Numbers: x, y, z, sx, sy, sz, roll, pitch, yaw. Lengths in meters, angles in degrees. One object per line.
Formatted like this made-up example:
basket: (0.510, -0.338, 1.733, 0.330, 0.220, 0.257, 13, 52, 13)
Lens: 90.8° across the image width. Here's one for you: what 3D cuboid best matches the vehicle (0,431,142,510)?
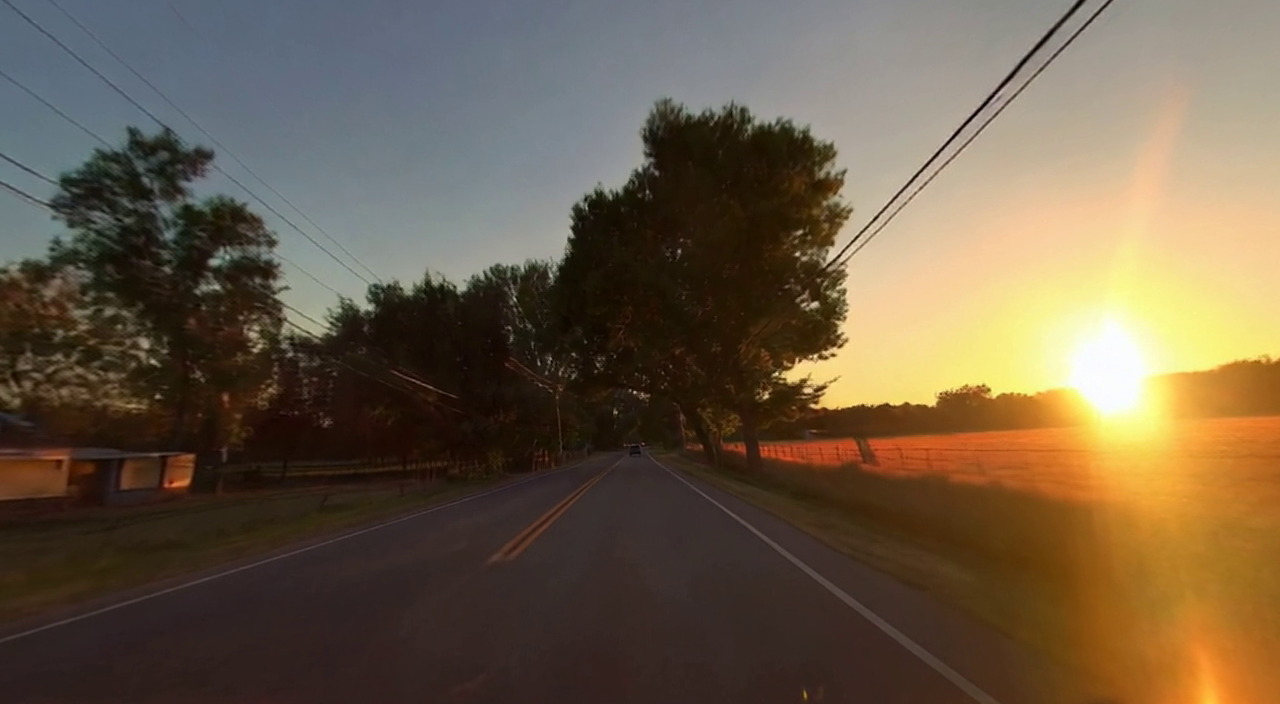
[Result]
vehicle: (-27.123, 5.171, 27.911, 2.681, 3.188, 7.534, -4, -9, 18)
